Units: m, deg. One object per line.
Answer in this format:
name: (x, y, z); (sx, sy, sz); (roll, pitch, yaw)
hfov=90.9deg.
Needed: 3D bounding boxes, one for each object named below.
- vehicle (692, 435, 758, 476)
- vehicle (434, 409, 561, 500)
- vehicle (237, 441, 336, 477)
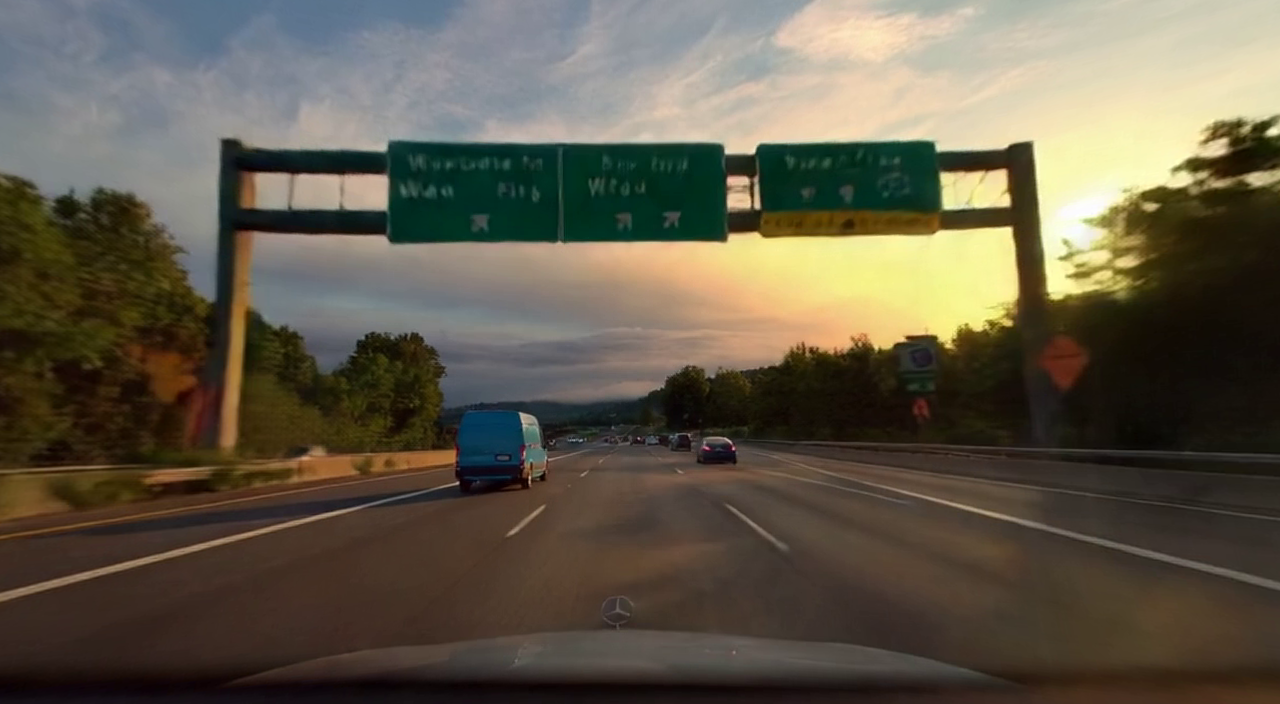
vehicle: (3.261, 4.053, 25.033); (2.020, 1.464, 3.803); (0, -8, -1)
vehicle: (-3.559, 2.672, 16.910); (2.275, 2.053, 5.082); (0, -8, -1)
vehicle: (-16.470, 4.993, 29.712); (1.865, 1.497, 4.820); (0, -8, 0)
